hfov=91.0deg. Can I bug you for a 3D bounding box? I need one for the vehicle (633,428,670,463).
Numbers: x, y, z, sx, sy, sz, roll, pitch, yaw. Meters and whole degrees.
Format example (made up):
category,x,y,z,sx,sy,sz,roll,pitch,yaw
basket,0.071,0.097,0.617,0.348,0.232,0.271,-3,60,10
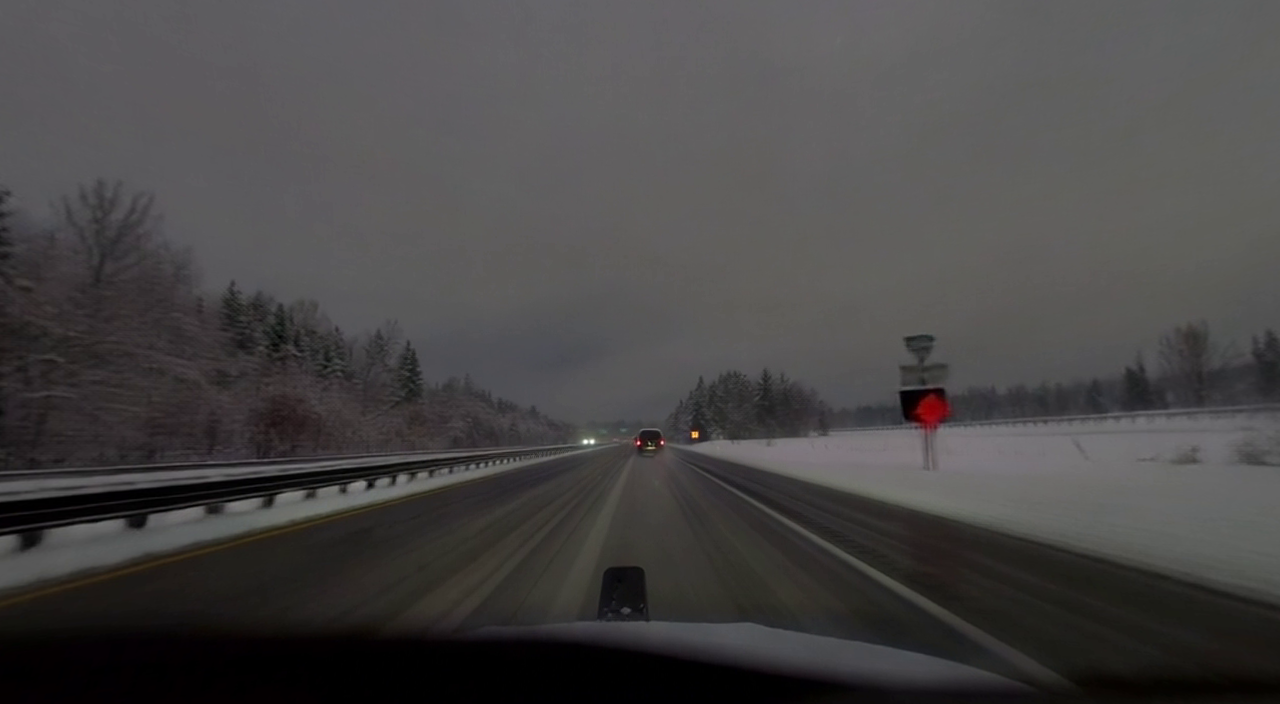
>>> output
category,x,y,z,sx,sy,sz,roll,pitch,yaw
vehicle,0.743,5.997,40.363,2.277,2.109,4.922,0,-8,1
